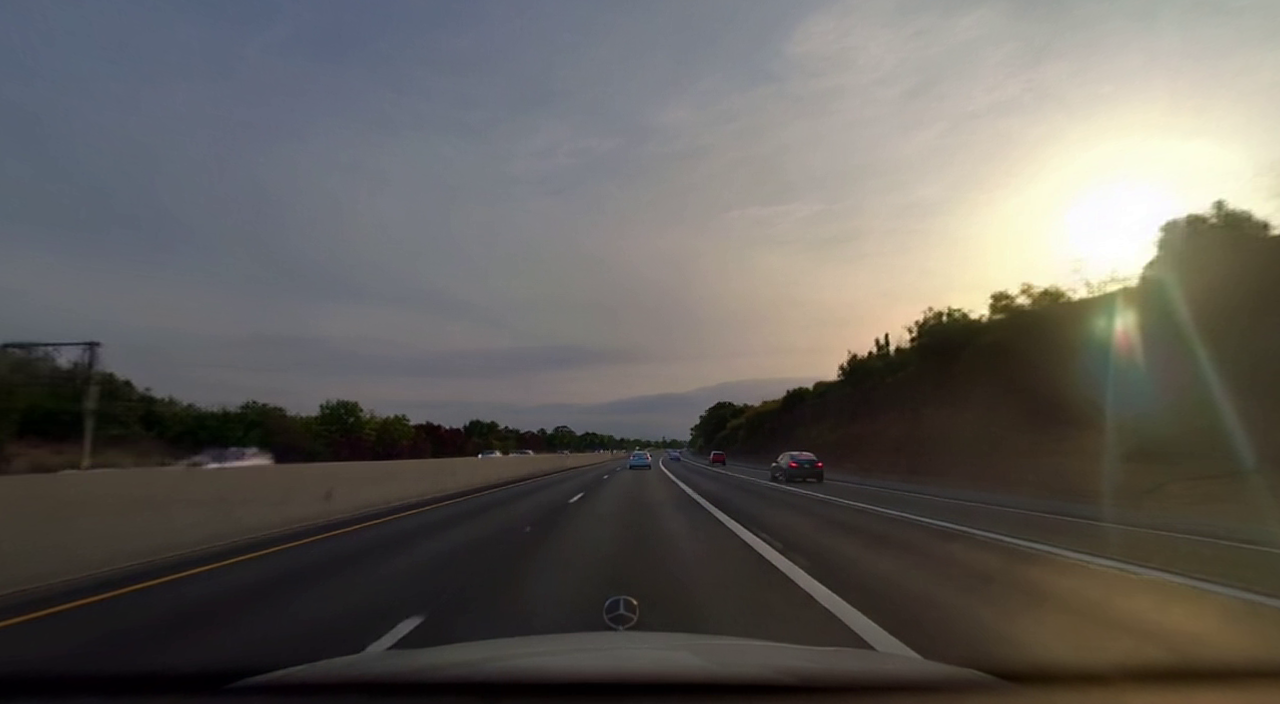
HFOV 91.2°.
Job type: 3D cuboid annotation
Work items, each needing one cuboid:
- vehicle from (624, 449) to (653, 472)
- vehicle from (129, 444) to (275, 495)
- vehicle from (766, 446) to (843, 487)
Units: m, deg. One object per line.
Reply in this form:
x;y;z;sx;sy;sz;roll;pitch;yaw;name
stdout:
-0.103;7.840;45.396;2.025;1.526;4.181;0;-9;0;vehicle
-15.656;4.202;22.806;1.935;1.622;4.608;-1;-9;1;vehicle
6.864;4.817;26.694;2.008;1.533;4.592;0;-9;-1;vehicle
